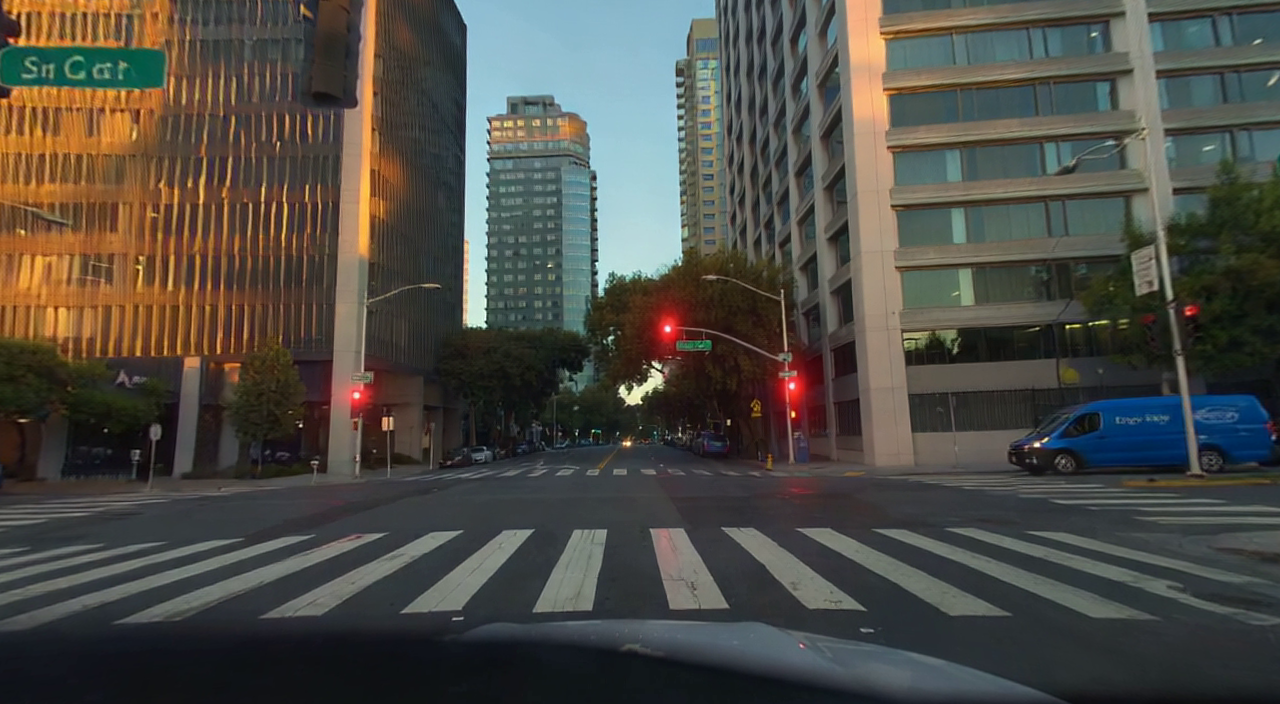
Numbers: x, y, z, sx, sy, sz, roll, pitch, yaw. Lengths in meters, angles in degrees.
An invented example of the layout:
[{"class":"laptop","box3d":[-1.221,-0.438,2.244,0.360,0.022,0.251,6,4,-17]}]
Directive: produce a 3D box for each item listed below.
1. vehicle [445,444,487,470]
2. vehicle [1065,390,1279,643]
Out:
[{"class":"vehicle","box3d":[-12.450,7.508,45.382,1.935,1.639,4.244,-3,-8,-2]},{"class":"vehicle","box3d":[5.648,1.138,4.246,2.070,1.804,4.881,0,-8,-1]}]
